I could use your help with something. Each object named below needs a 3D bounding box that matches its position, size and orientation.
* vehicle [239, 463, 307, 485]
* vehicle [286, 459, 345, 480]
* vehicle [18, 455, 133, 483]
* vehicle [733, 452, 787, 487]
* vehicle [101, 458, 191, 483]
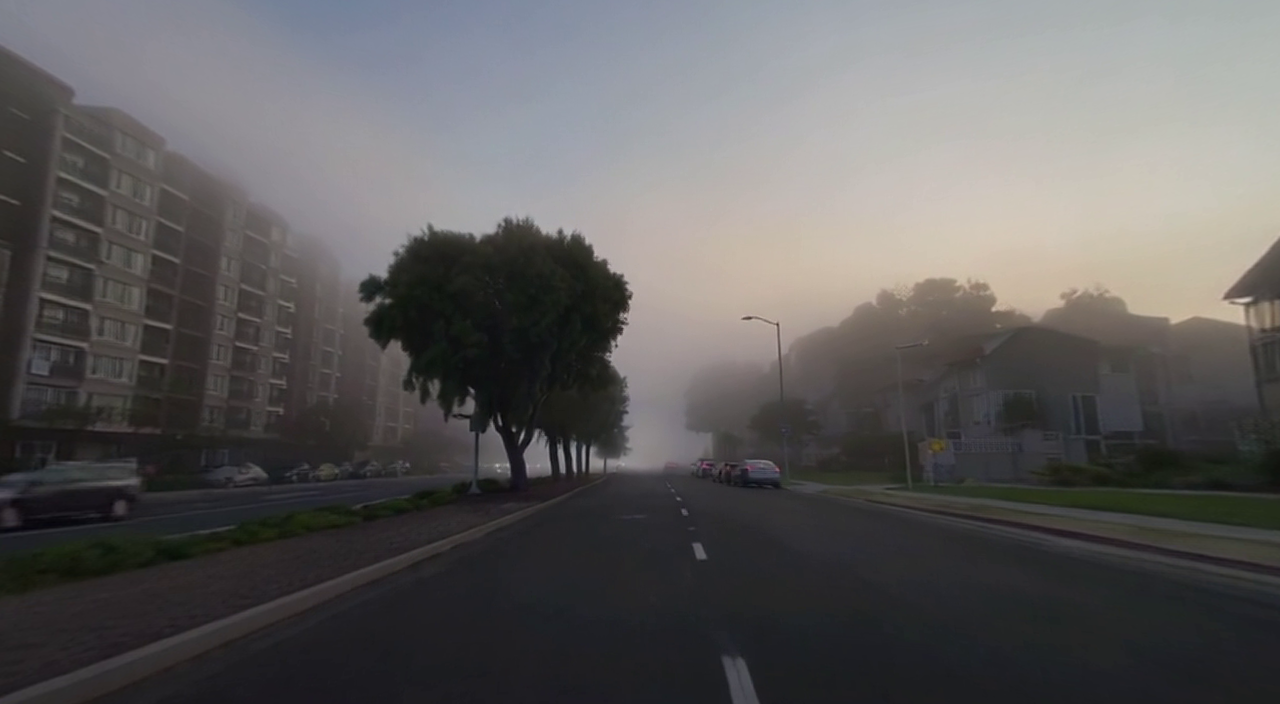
[{"bbox_3d":[-25.856,8.582,44.512,1.931,1.427,4.578,0,-9,1],"label":"vehicle"},{"bbox_3d":[-25.645,9.316,49.976,1.939,1.514,4.793,0,-9,3],"label":"vehicle"},{"bbox_3d":[-33.280,6.863,37.207,2.023,1.567,4.818,-9,-13,44],"label":"vehicle"},{"bbox_3d":[7.006,6.901,37.342,2.241,1.877,4.810,0,-9,0],"label":"vehicle"},{"bbox_3d":[-32.539,7.782,41.520,1.836,1.533,4.324,-9,-13,43],"label":"vehicle"}]
